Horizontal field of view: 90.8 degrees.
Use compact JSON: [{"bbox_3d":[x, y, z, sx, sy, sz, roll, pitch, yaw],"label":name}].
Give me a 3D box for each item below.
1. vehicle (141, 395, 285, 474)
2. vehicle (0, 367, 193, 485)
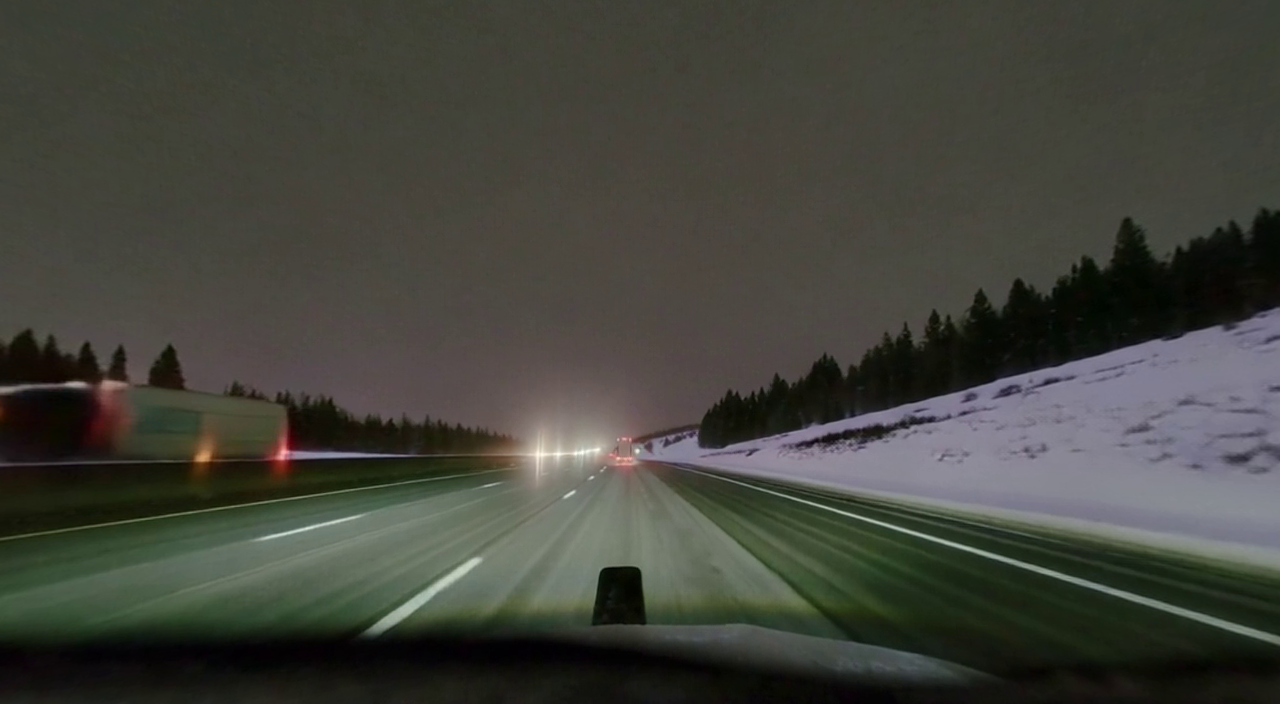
[{"bbox_3d":[-23.984,4.807,36.126,2.878,4.017,7.641,0,-9,-2],"label":"vehicle"},{"bbox_3d":[-23.647,3.219,26.064,2.962,4.021,10.168,0,-9,-1],"label":"vehicle"}]
